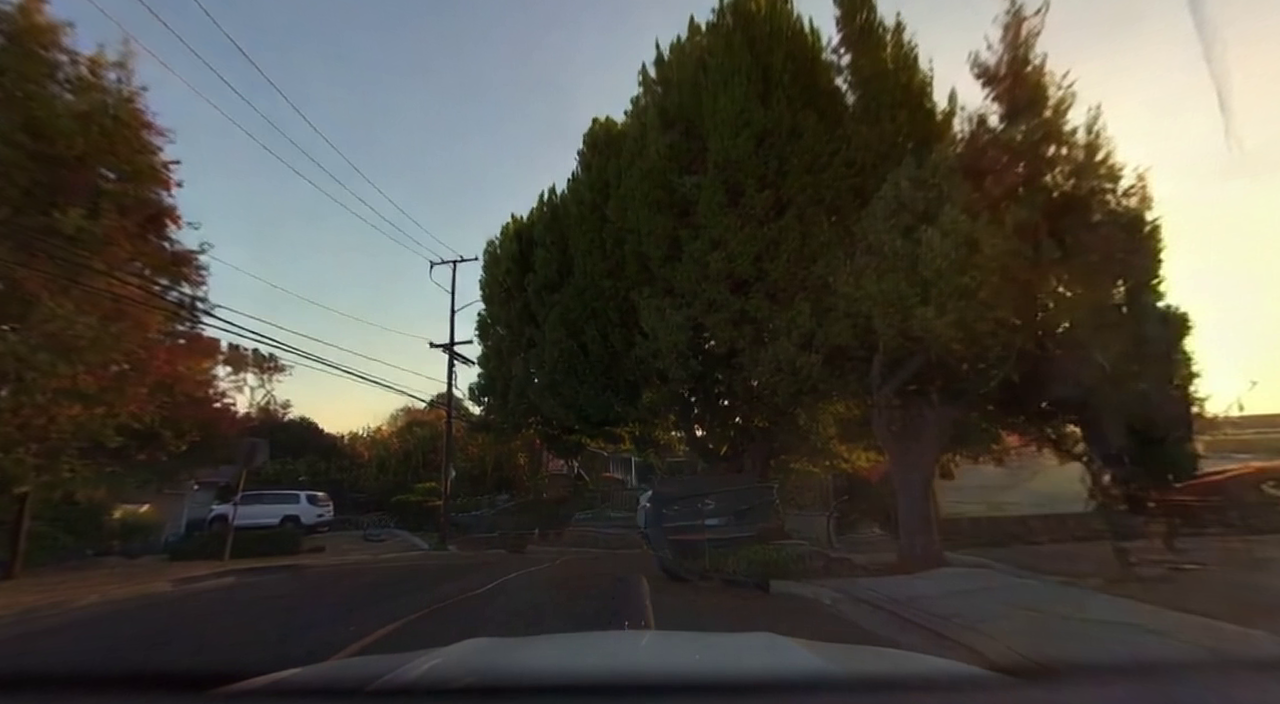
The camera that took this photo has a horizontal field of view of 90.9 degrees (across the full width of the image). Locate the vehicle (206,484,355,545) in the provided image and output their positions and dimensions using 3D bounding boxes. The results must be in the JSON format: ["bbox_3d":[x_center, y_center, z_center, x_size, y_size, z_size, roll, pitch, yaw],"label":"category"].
[{"bbox_3d":[-16.323,7.393,29.274,2.301,2.081,6.706,-3,-10,8],"label":"vehicle"}]
